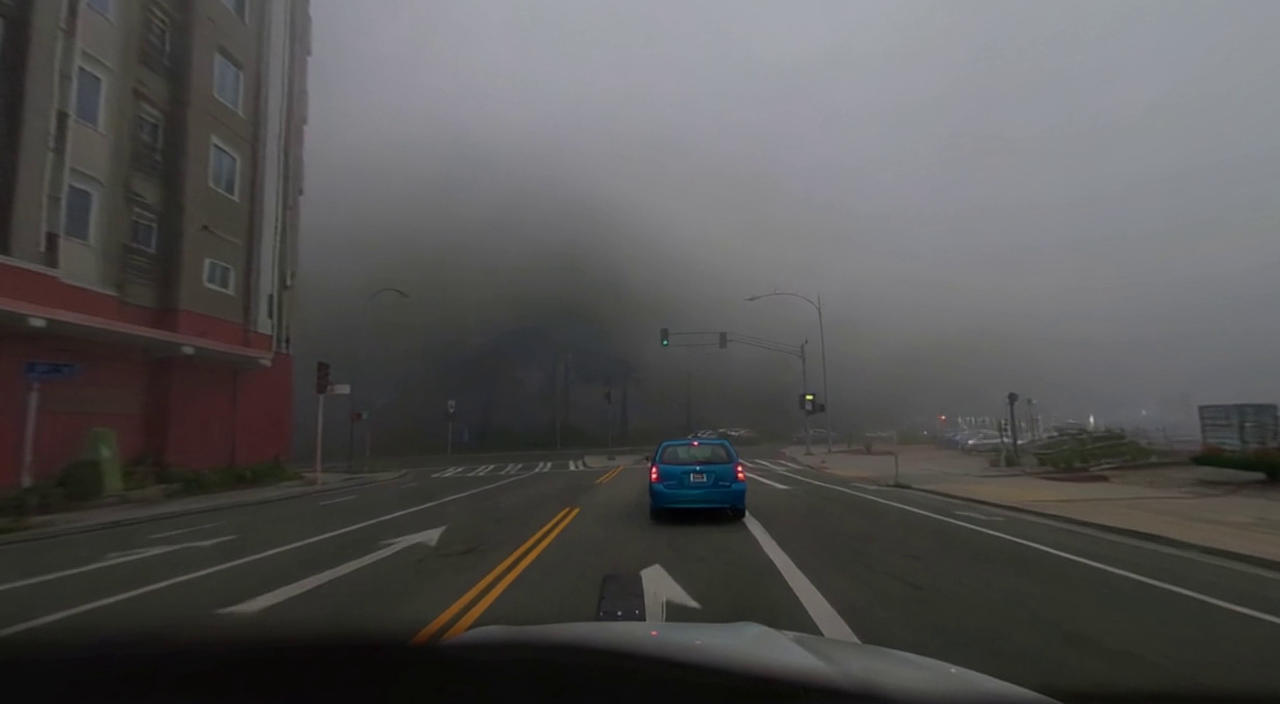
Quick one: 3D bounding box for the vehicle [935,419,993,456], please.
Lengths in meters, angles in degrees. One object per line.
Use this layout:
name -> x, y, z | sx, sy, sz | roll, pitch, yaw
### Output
vehicle -> 24.994, 6.629, 48.700 | 2.311, 2.623, 5.870 | -2, -8, 11

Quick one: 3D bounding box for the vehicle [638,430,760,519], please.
vehicle -> 1.054, 2.267, 12.244 | 1.950, 1.401, 4.159 | -1, -8, 3

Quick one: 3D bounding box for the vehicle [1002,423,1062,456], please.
vehicle -> 29.917, 6.692, 48.162 | 2.176, 2.400, 4.821 | -2, -8, 11
